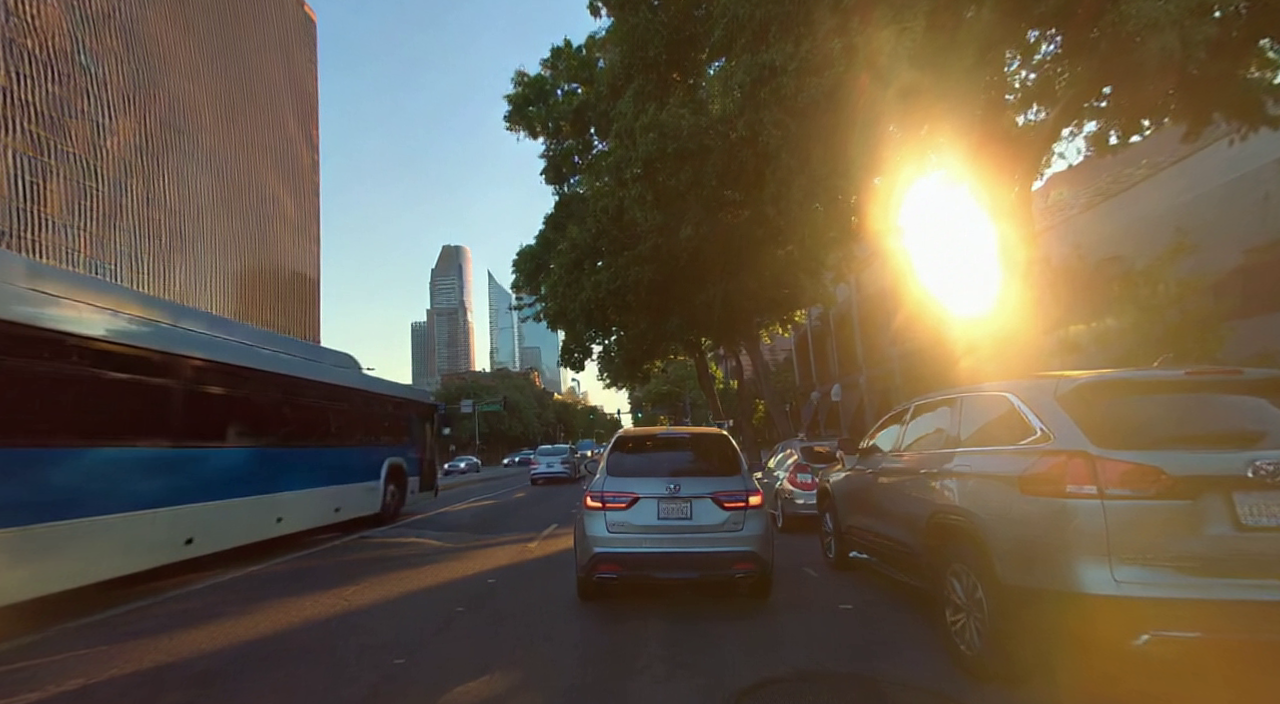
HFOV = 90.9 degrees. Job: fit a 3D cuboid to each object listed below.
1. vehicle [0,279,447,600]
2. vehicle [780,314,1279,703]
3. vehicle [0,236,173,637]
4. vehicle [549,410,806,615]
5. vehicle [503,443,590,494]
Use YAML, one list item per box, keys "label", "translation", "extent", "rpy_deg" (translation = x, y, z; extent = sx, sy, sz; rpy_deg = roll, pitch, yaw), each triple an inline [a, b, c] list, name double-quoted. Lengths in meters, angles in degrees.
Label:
- label: "vehicle"
  translation: [-6.798, 1.611, 11.594]
  extent: [3.152, 3.309, 10.159]
  rpy_deg: [0, -9, 1]
- label: "vehicle"
  translation: [2.757, 1.115, 4.988]
  extent: [2.117, 1.855, 4.794]
  rpy_deg: [0, -9, -1]
- label: "vehicle"
  translation: [-6.820, 0.279, 2.443]
  extent: [2.907, 3.307, 9.137]
  rpy_deg: [0, -9, 0]
- label: "vehicle"
  translation: [0.242, 1.550, 6.888]
  extent: [2.045, 1.608, 3.573]
  rpy_deg: [0, -9, -2]
- label: "vehicle"
  translation: [-2.961, 3.825, 21.159]
  extent: [2.088, 1.483, 4.708]
  rpy_deg: [0, -9, 1]
